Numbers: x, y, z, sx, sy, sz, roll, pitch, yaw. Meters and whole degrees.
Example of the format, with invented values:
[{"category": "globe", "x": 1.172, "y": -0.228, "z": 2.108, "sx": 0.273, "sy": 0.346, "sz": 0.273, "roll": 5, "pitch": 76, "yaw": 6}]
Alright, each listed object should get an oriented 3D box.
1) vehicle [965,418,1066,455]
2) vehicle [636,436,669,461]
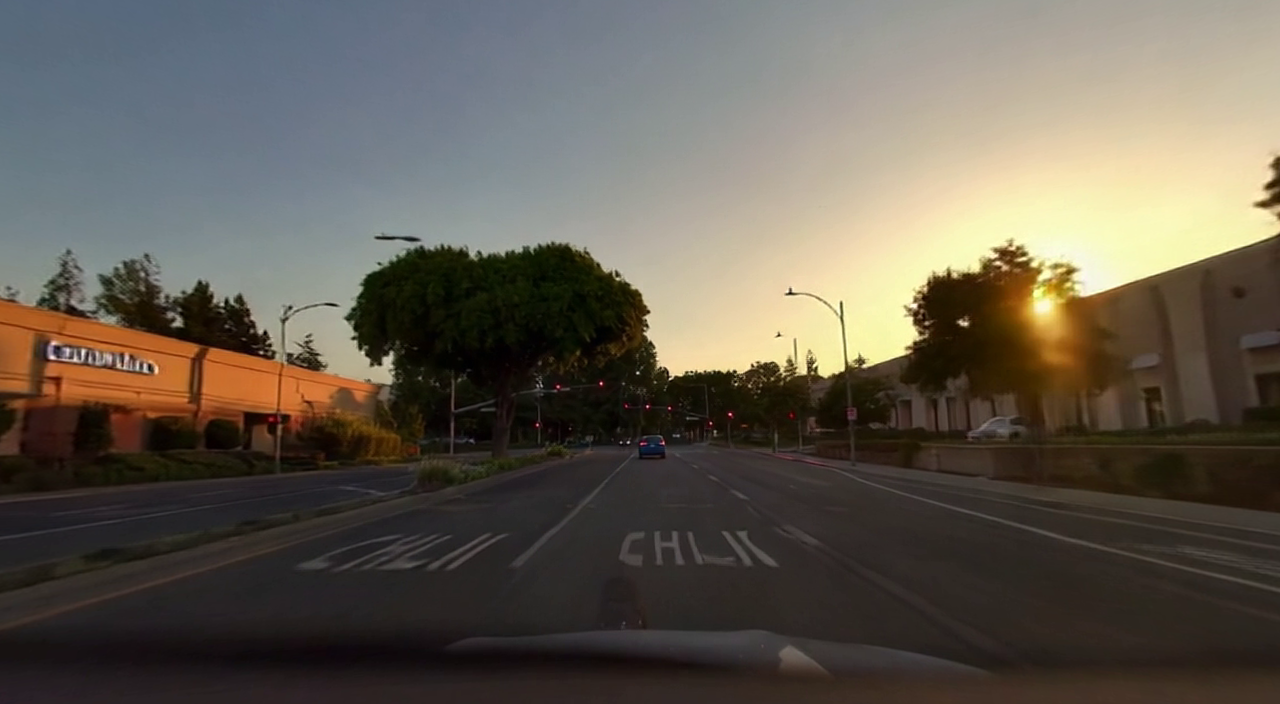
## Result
[{"category": "vehicle", "x": 23.833, "y": 5.445, "z": 40.481, "sx": 2.647, "sy": 2.185, "sz": 6.556, "roll": -1, "pitch": -8, "yaw": 2}, {"category": "vehicle", "x": 0.743, "y": 6.200, "z": 40.533, "sx": 2.028, "sy": 1.478, "sz": 4.545, "roll": 0, "pitch": -8, "yaw": 0}]
